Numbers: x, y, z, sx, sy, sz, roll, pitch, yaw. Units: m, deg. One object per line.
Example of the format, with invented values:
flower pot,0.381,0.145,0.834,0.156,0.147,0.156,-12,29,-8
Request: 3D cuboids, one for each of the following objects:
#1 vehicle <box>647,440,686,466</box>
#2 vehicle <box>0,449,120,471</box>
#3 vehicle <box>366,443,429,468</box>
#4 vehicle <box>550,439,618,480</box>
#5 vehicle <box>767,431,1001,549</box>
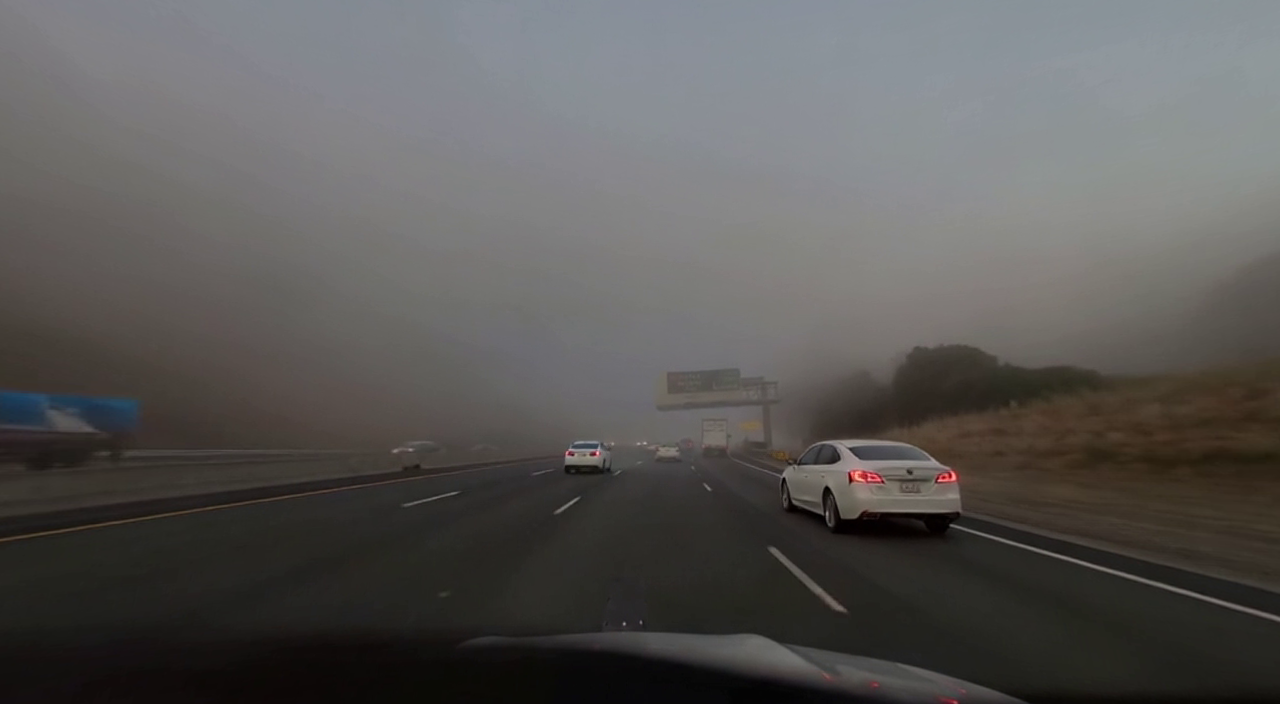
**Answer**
vehicle,1.671,6.128,38.449,2.202,1.467,3.929,-1,-8,4
vehicle,-31.648,5.357,31.340,2.779,0.963,9.612,-1,-8,7
vehicle,-15.304,6.535,40.032,1.976,1.471,4.337,-1,-8,4
vehicle,-2.142,4.299,25.575,2.031,1.491,4.792,-1,-8,3
vehicle,3.508,2.056,10.133,2.013,1.464,4.317,0,-8,0
